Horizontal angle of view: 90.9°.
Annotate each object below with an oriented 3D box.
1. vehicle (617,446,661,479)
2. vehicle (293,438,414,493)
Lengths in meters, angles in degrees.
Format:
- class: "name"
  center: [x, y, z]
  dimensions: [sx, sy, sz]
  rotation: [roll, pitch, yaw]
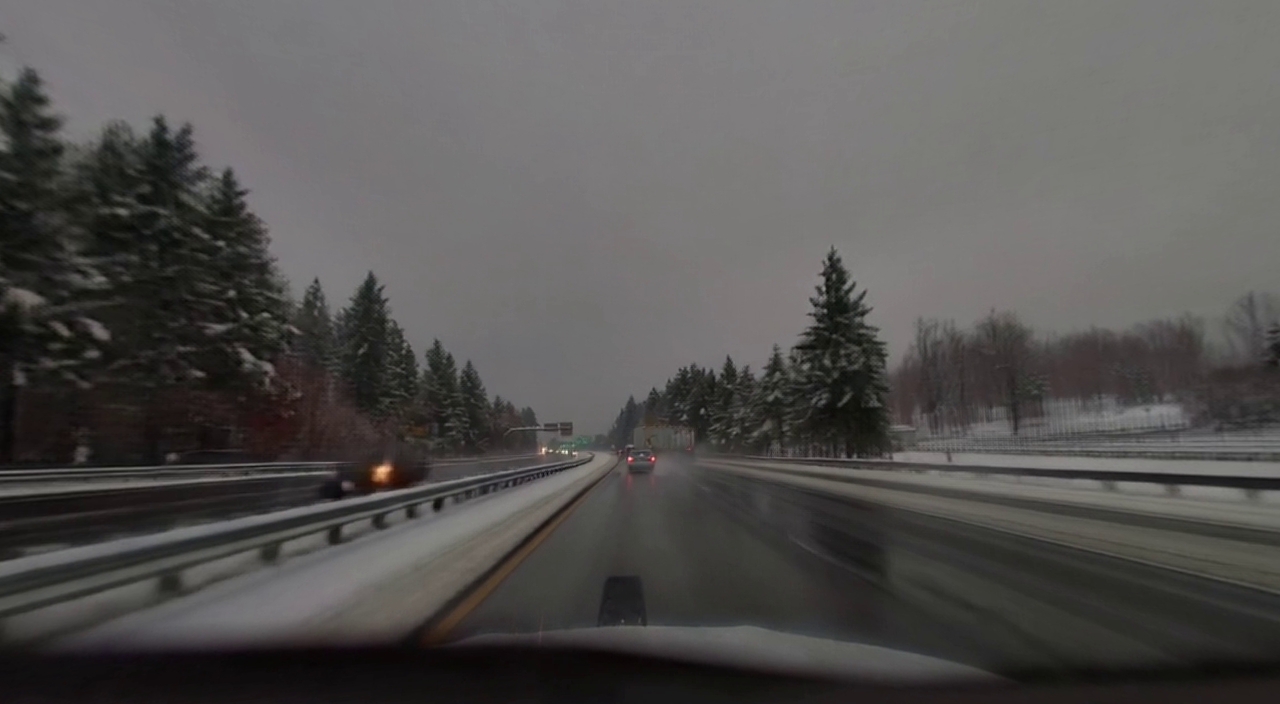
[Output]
- class: "vehicle"
  center: [-0.054, 5.481, 31.542]
  dimensions: [2.069, 1.523, 4.012]
  rotation: [0, -9, -1]
- class: "vehicle"
  center: [-8.486, 3.368, 19.071]
  dimensions: [1.783, 1.469, 3.969]
  rotation: [0, -9, 0]
